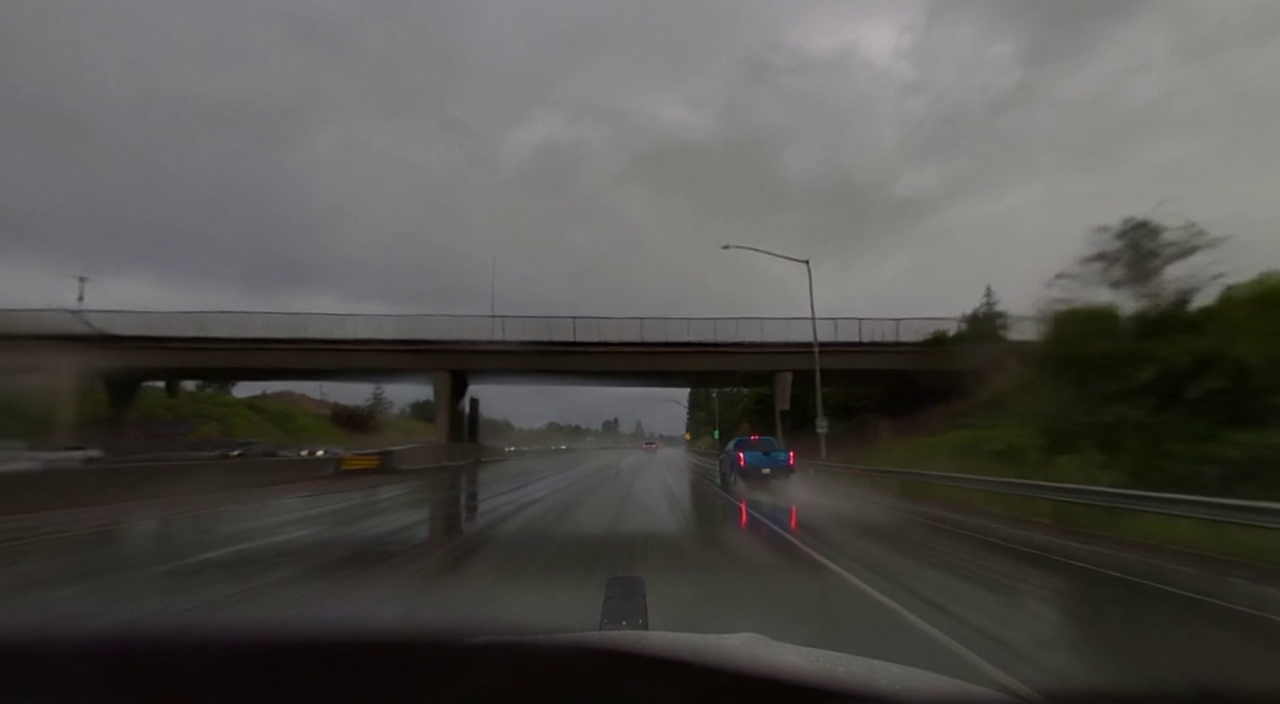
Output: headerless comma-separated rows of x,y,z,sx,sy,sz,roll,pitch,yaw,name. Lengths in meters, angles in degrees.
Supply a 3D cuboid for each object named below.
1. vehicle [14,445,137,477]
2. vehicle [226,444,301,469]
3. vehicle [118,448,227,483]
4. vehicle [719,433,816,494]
-27.245,5.244,30.663,1.890,1.450,4.280,0,-8,2,vehicle
-23.312,6.490,39.284,1.872,1.456,4.348,0,-8,2,vehicle
-20.150,4.885,27.369,1.788,1.380,3.674,0,-8,2,vehicle
3.820,3.439,19.878,2.010,1.637,4.940,0,-8,0,vehicle
